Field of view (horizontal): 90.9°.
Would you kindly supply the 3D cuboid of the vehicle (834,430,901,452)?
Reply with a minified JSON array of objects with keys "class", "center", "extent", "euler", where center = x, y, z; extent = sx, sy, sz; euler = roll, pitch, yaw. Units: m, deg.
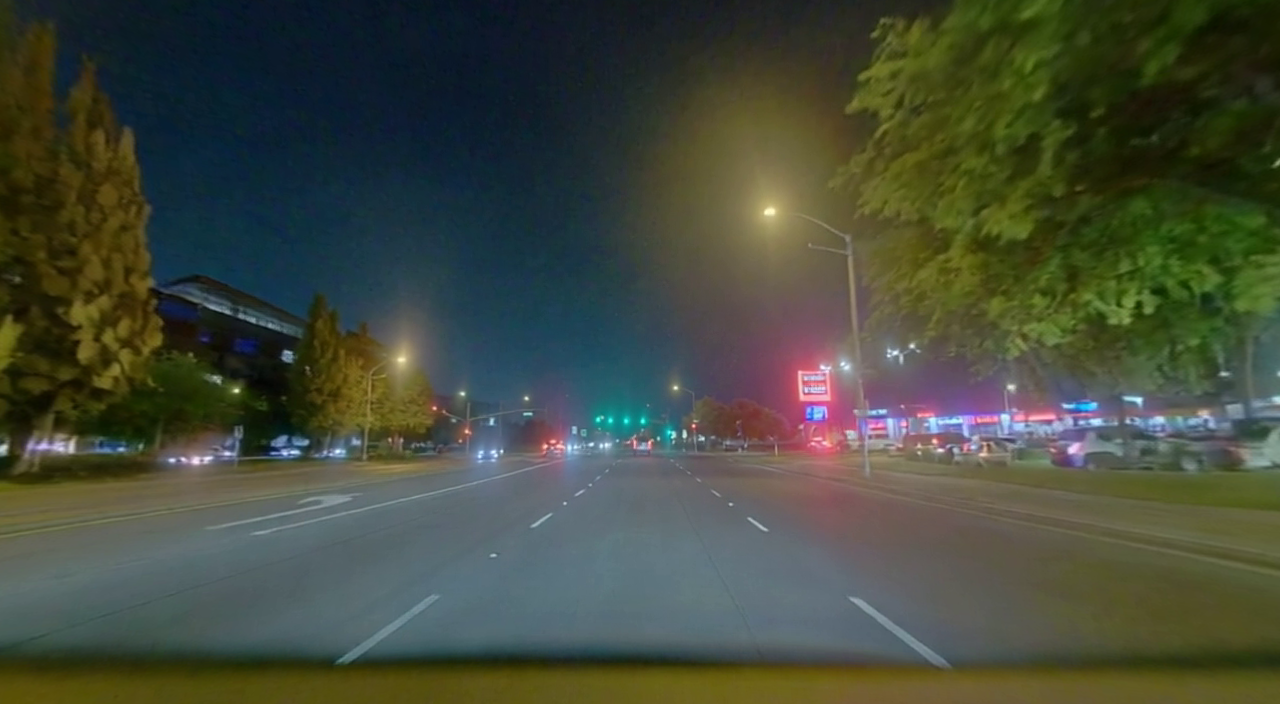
[{"class":"vehicle","center":[17.664,6.949,49.135],"extent":[4.498,1.671,1.887],"euler":[-1,-8,2]}]

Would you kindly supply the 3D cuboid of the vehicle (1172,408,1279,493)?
[{"class":"vehicle","center":[15.946,2.202,14.876],"extent":[4.749,1.785,2.137],"euler":[-2,-7,0]}]

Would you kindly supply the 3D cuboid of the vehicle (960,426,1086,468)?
[{"class":"vehicle","center":[17.123,4.237,28.350],"extent":[4.362,1.455,1.816],"euler":[-5,-7,1]}]
